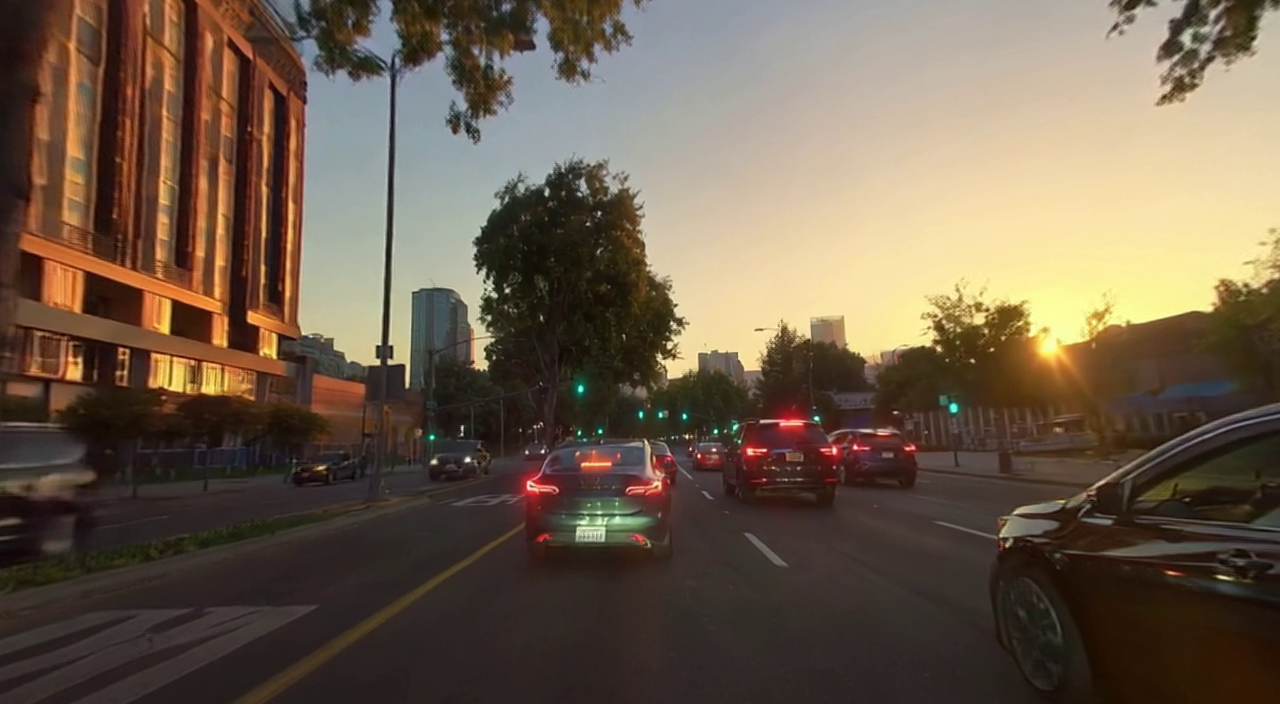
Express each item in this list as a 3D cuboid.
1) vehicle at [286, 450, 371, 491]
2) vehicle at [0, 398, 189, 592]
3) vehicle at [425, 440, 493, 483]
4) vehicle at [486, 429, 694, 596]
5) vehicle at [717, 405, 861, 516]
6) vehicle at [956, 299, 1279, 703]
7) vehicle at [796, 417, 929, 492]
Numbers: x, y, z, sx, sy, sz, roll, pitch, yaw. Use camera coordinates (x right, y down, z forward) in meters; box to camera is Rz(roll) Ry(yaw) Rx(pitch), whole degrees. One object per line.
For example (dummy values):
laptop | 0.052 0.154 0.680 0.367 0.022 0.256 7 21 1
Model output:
vehicle | -16.093 6.100 32.735 2.010 1.964 4.541 0 -8 1
vehicle | -8.958 1.644 7.125 2.815 2.263 6.416 0 -8 1
vehicle | -9.057 5.477 31.781 1.979 1.987 4.542 0 -8 1
vehicle | -0.475 1.932 8.468 2.111 1.676 4.018 0 -8 1
vehicle | 3.734 2.886 17.145 2.516 2.481 5.766 0 -8 0
vehicle | 3.211 0.805 2.155 1.982 1.960 4.427 0 -8 1
vehicle | 7.366 3.487 21.591 2.627 2.252 5.236 0 -8 0
